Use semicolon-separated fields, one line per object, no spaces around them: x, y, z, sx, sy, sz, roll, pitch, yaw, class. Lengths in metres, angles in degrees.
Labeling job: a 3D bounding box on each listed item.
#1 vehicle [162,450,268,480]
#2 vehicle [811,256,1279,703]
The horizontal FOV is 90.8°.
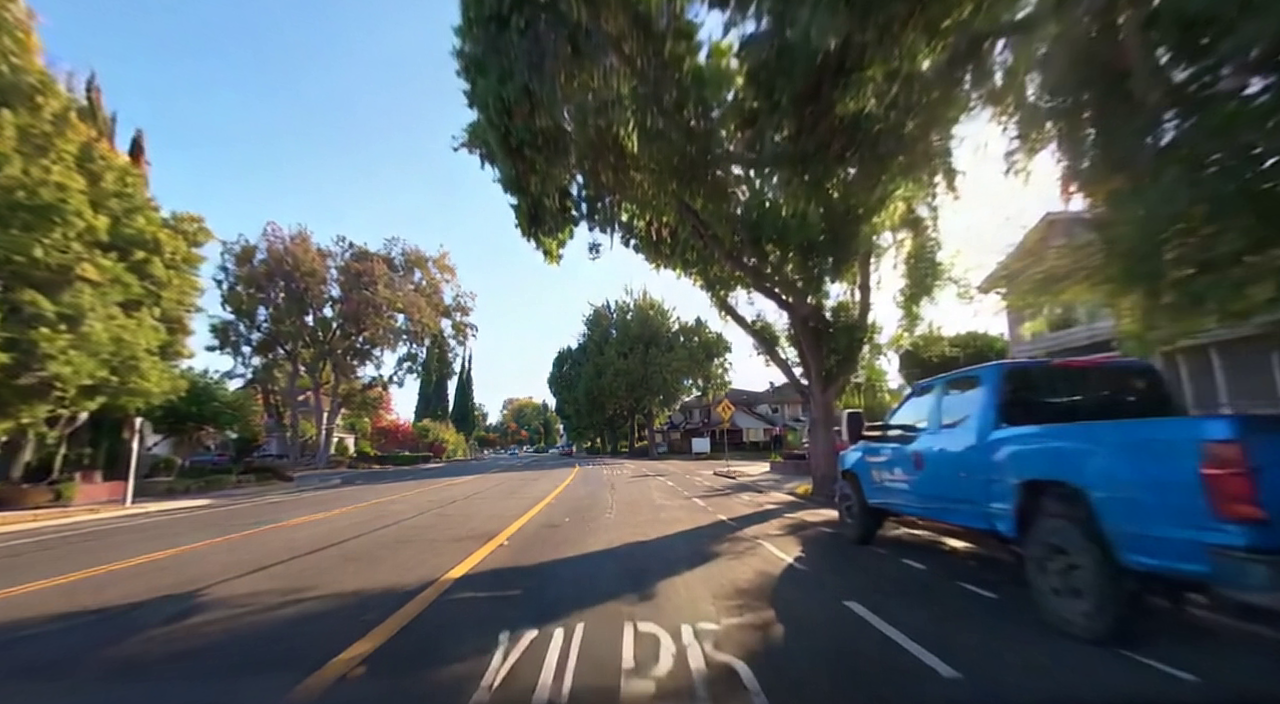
-27.117;7.212;40.493;5.067;1.792;2.217;2;-8;-11;vehicle
4.400;1.288;6.744;2.794;2.437;7.684;0;-8;-2;vehicle
